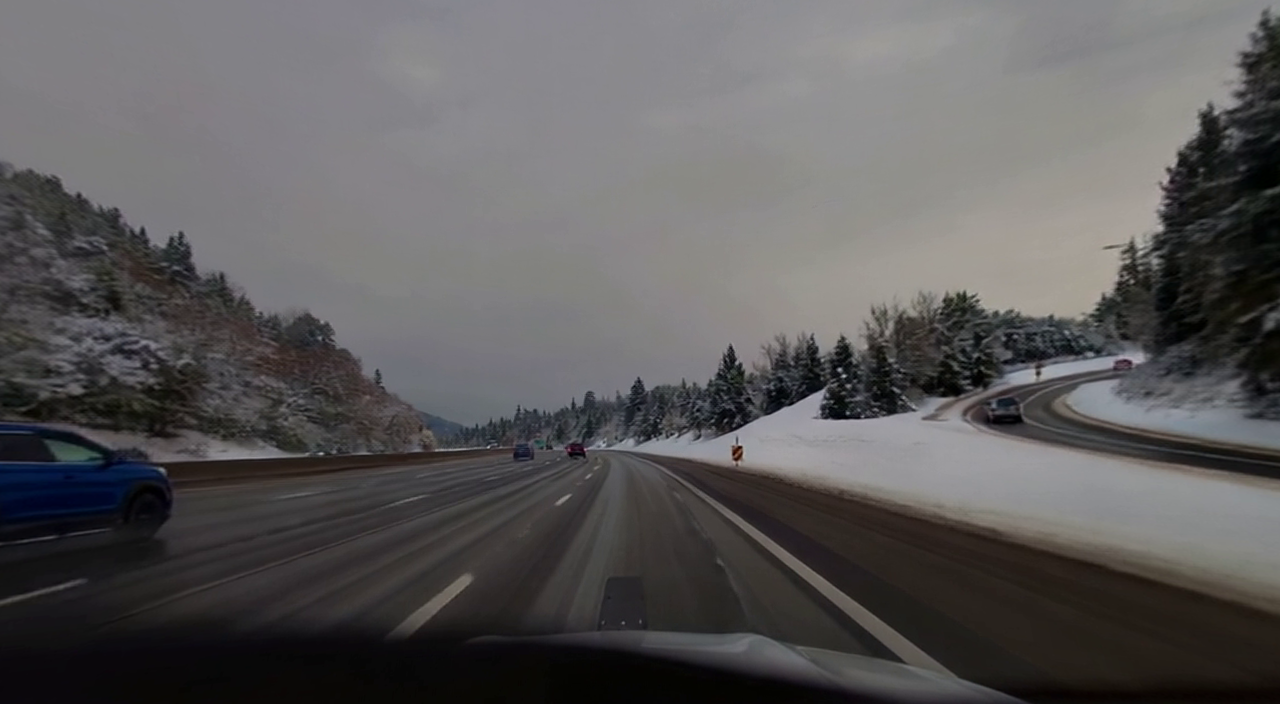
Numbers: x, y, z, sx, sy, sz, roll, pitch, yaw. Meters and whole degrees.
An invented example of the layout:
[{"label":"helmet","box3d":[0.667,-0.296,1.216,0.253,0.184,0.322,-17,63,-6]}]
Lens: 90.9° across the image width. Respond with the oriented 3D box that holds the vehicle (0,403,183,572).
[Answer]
[{"label":"vehicle","box3d":[-7.551,1.409,6.638,2.046,1.712,4.533,0,-8,0]}]
